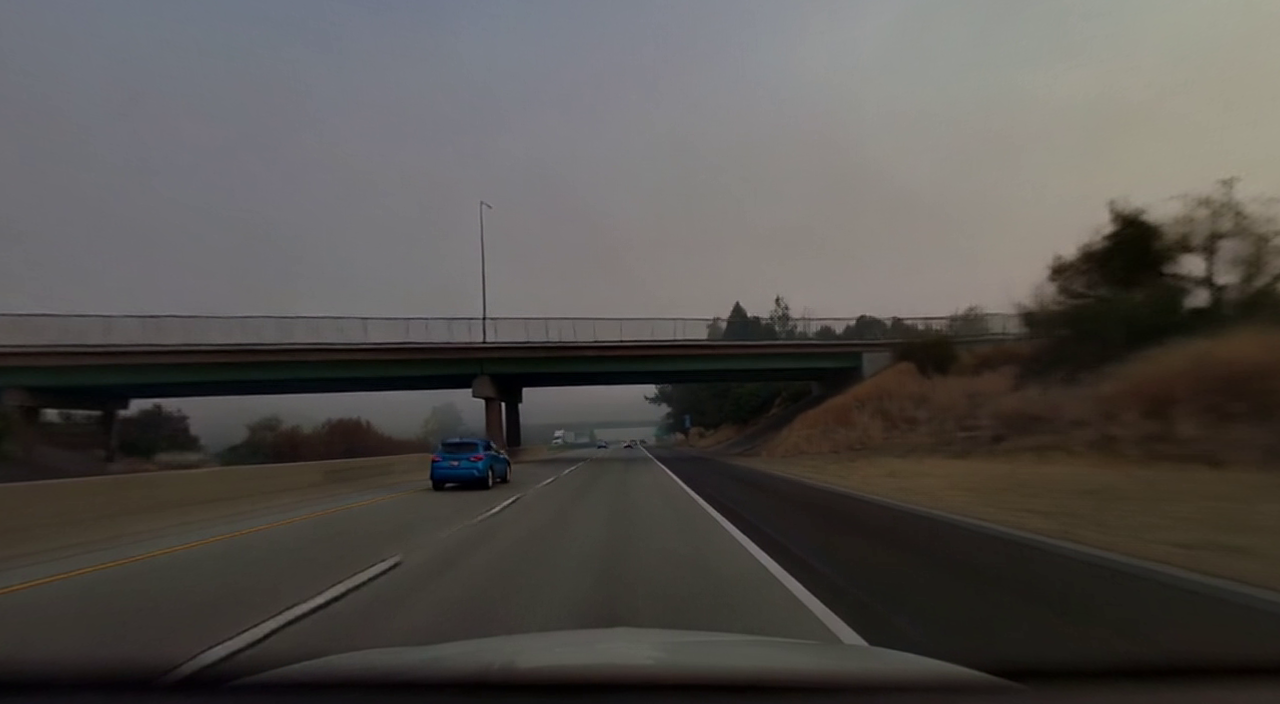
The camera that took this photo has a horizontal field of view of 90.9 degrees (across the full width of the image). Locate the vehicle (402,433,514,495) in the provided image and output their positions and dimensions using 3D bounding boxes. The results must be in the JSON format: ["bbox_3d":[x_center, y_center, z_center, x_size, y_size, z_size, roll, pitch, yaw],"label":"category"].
[{"bbox_3d":[-4.882,3.011,17.496,1.965,1.513,3.774,0,-8,0],"label":"vehicle"}]

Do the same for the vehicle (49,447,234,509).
[{"bbox_3d":[-13.769,3.449,17.815,1.813,1.437,4.270,0,-8,-1],"label":"vehicle"}]
